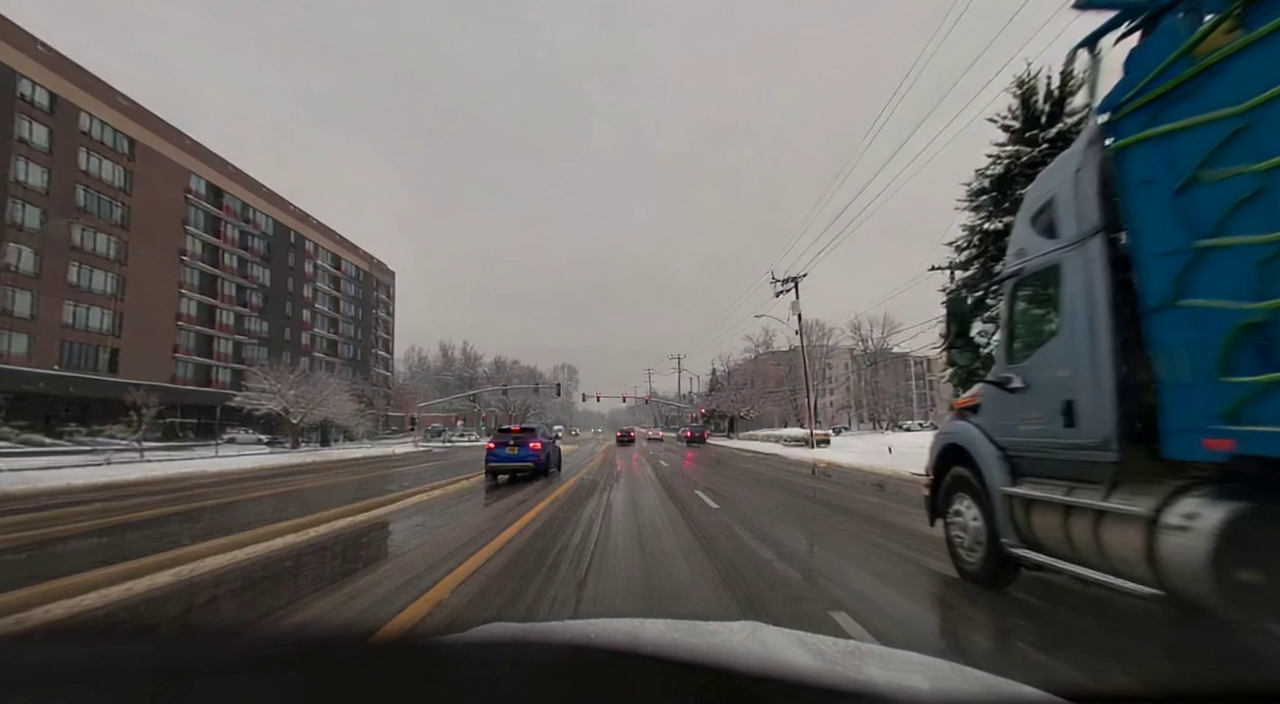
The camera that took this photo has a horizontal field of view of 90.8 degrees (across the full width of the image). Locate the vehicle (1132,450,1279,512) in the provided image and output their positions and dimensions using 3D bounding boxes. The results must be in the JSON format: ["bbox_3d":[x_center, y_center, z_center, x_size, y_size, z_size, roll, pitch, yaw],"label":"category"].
[{"bbox_3d":[17.198,3.683,18.580,1.881,1.556,4.215,0,-9,-3],"label":"vehicle"}]

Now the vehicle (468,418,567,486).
[{"bbox_3d":[-3.530,2.997,19.100,2.136,1.779,4.417,0,-9,0],"label":"vehicle"}]

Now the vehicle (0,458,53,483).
[{"bbox_3d":[-40.757,7.656,41.060,1.768,1.455,4.568,2,-9,-15],"label":"vehicle"}]
